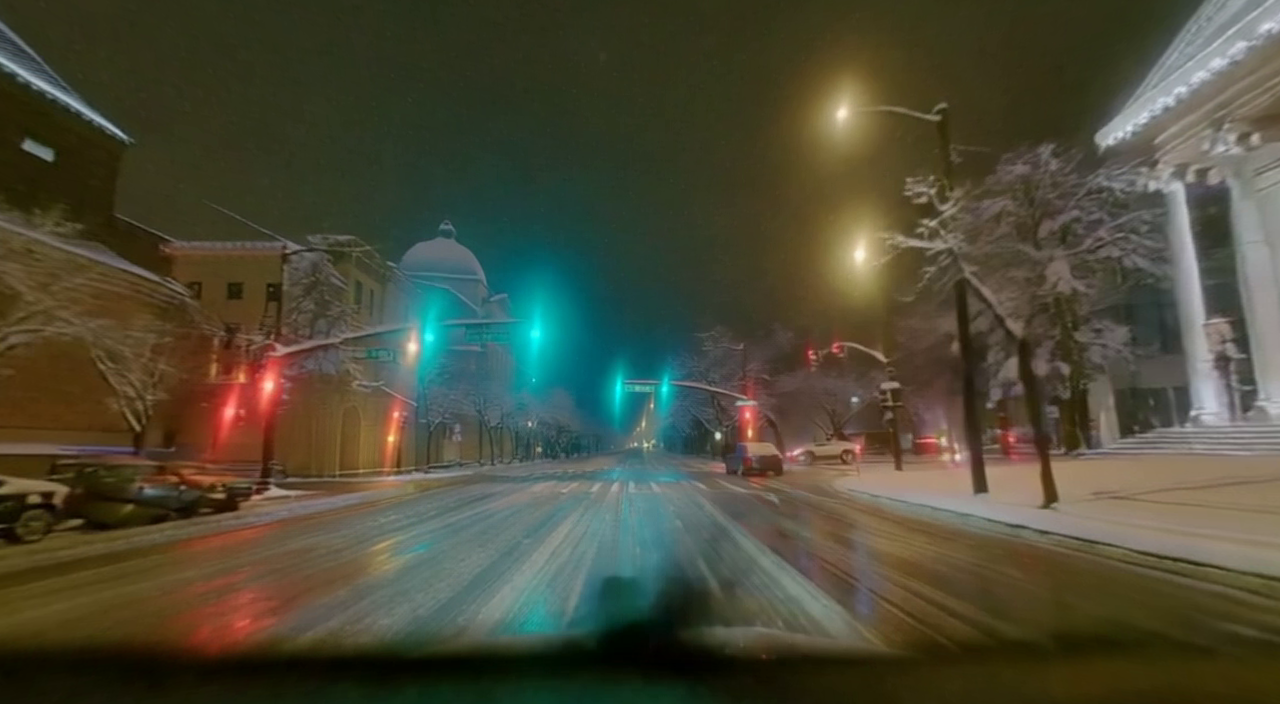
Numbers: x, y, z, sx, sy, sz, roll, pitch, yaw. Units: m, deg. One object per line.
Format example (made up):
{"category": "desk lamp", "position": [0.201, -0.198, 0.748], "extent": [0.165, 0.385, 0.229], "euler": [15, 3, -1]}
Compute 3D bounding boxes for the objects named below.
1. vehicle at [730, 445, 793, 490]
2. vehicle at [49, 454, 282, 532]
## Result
{"category": "vehicle", "position": [4.452, 4.259, 23.738], "extent": [2.085, 1.530, 4.125], "euler": [-1, -9, 8]}
{"category": "vehicle", "position": [-12.381, 3.658, 17.165], "extent": [2.011, 1.668, 5.474], "euler": [0, -8, 1]}
